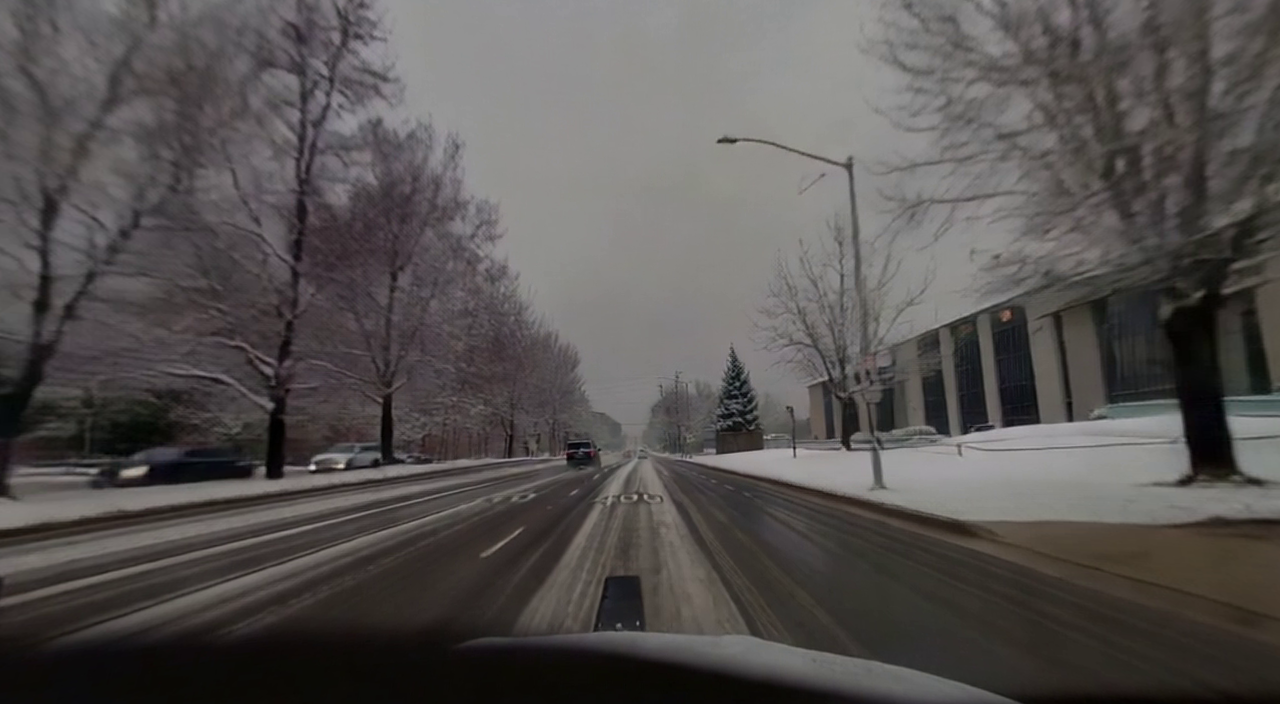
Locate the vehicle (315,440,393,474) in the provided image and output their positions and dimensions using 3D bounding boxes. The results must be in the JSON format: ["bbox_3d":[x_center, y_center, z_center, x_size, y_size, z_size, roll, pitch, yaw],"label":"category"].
[{"bbox_3d":[-17.782,6.555,39.528,2.285,1.919,5.335,0,-9,1],"label":"vehicle"}]

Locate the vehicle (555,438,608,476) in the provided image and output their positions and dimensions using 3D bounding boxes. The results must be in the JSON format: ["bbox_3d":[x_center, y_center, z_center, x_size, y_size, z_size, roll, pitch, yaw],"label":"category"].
[{"bbox_3d":[-2.897,5.349,32.167,2.112,1.779,4.489,0,-9,2],"label":"vehicle"}]

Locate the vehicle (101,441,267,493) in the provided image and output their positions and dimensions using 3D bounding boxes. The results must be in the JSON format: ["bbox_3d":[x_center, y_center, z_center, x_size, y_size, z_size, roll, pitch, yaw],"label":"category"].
[{"bbox_3d":[-14.683,3.718,20.695,1.893,1.491,4.711,0,-9,0],"label":"vehicle"}]
